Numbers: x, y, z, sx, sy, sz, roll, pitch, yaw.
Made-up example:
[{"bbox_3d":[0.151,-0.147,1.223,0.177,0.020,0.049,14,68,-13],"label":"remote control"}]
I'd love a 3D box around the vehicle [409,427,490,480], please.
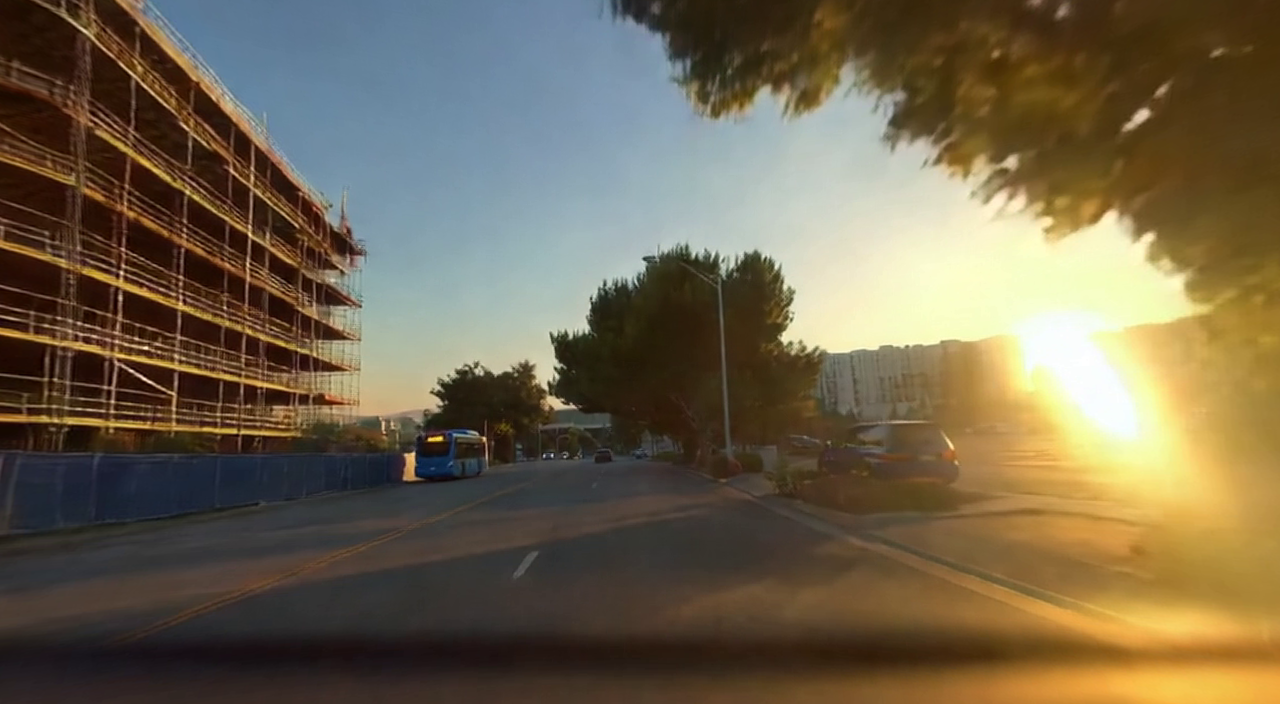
[{"bbox_3d":[-11.082,6.019,37.448,2.979,2.803,5.962,-1,-9,0],"label":"vehicle"}]

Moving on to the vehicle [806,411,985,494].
[{"bbox_3d":[6.733,2.840,17.671,2.267,1.911,5.816,1,-10,-4],"label":"vehicle"}]
